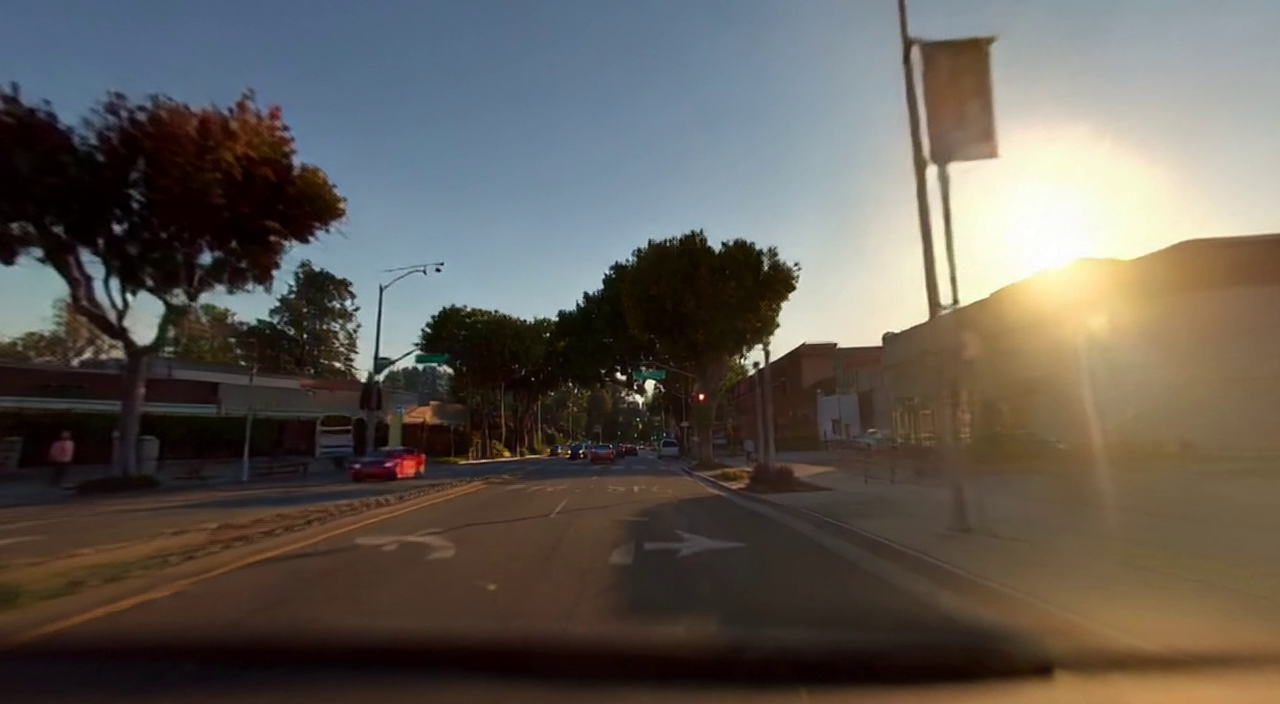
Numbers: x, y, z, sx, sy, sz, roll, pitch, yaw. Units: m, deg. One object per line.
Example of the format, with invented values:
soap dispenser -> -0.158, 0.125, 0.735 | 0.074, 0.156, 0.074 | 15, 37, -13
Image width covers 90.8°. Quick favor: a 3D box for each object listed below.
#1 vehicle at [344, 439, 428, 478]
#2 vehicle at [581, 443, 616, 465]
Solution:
vehicle -> -10.642, 4.488, 26.811 | 1.873, 1.532, 3.777 | 0, -8, 2
vehicle -> -2.897, 7.278, 45.354 | 2.122, 1.469, 4.388 | 0, -8, 1
